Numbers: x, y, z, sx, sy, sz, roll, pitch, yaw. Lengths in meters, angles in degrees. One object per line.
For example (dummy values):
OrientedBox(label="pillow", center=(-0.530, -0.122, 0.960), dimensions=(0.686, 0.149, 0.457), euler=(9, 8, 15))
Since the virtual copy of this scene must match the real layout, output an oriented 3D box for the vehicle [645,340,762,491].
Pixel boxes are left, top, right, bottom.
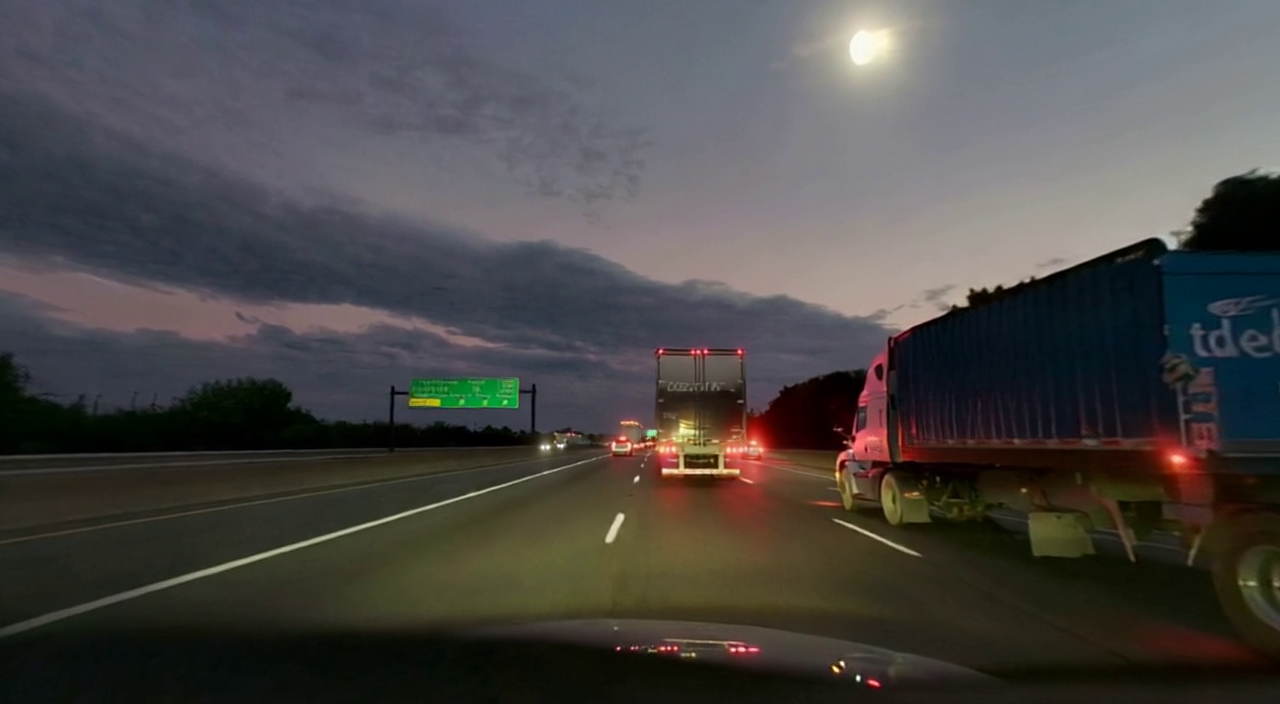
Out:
OrientedBox(label="vehicle", center=(1.648, 2.270, 21.067), dimensions=(2.920, 3.860, 10.035), euler=(0, -8, 0))
